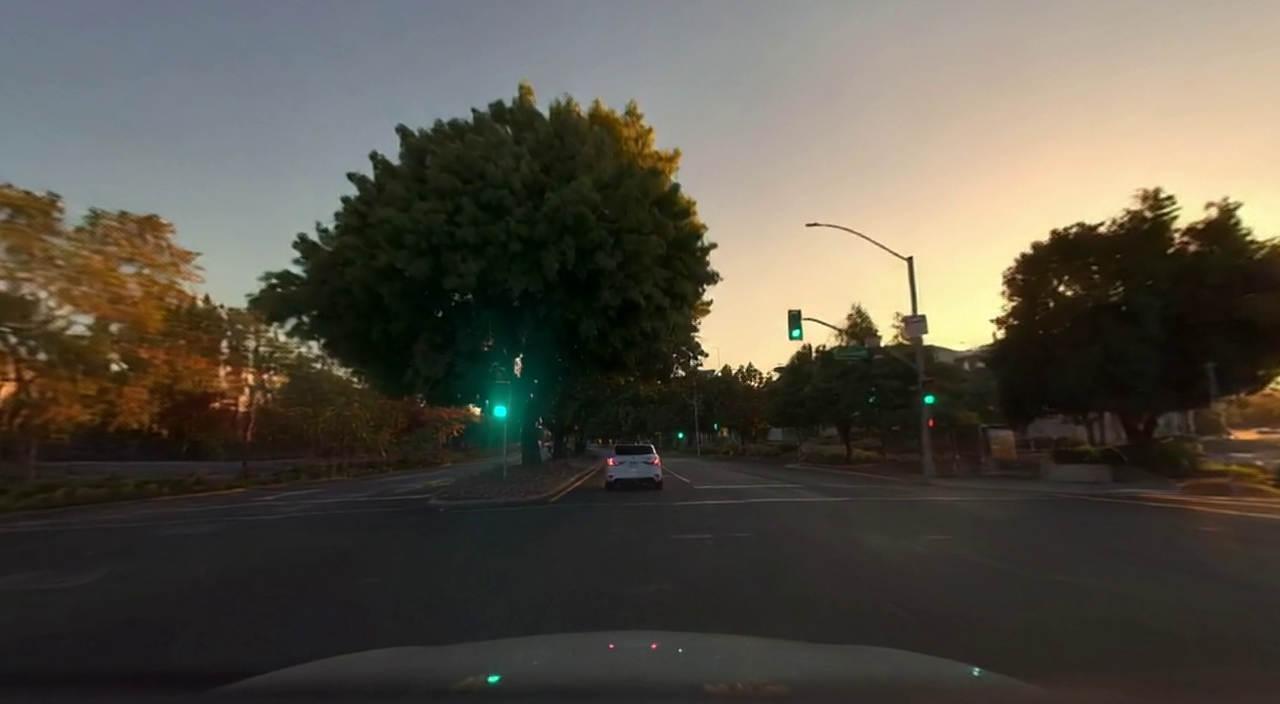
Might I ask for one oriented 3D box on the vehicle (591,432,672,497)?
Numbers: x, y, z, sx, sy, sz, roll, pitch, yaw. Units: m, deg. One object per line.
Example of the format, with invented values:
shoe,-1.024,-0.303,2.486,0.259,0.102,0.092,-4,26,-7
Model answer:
vehicle,-0.254,3.371,19.293,2.192,1.734,4.176,0,-9,0
